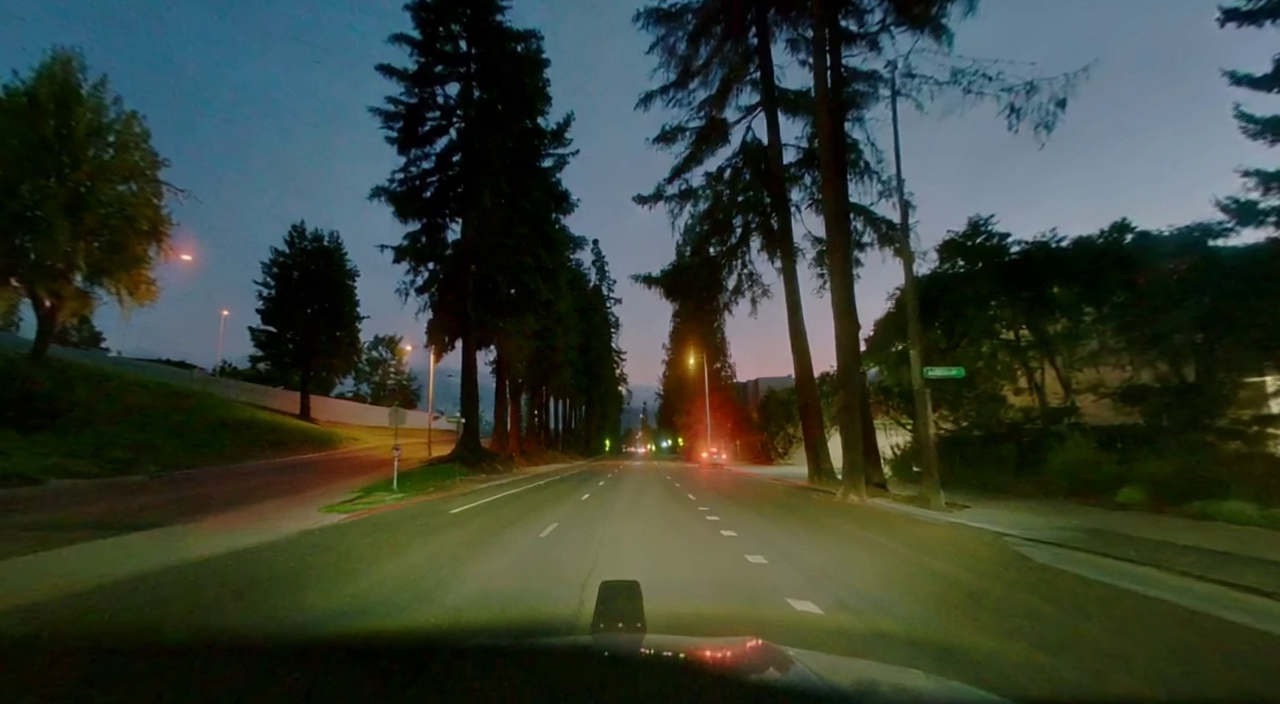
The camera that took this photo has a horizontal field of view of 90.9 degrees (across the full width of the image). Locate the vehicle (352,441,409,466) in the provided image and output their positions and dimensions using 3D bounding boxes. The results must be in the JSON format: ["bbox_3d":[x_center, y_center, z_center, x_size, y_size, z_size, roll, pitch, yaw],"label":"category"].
[{"bbox_3d":[-16.071,6.289,39.279,1.960,1.436,4.584,1,-8,-5],"label":"vehicle"}]
